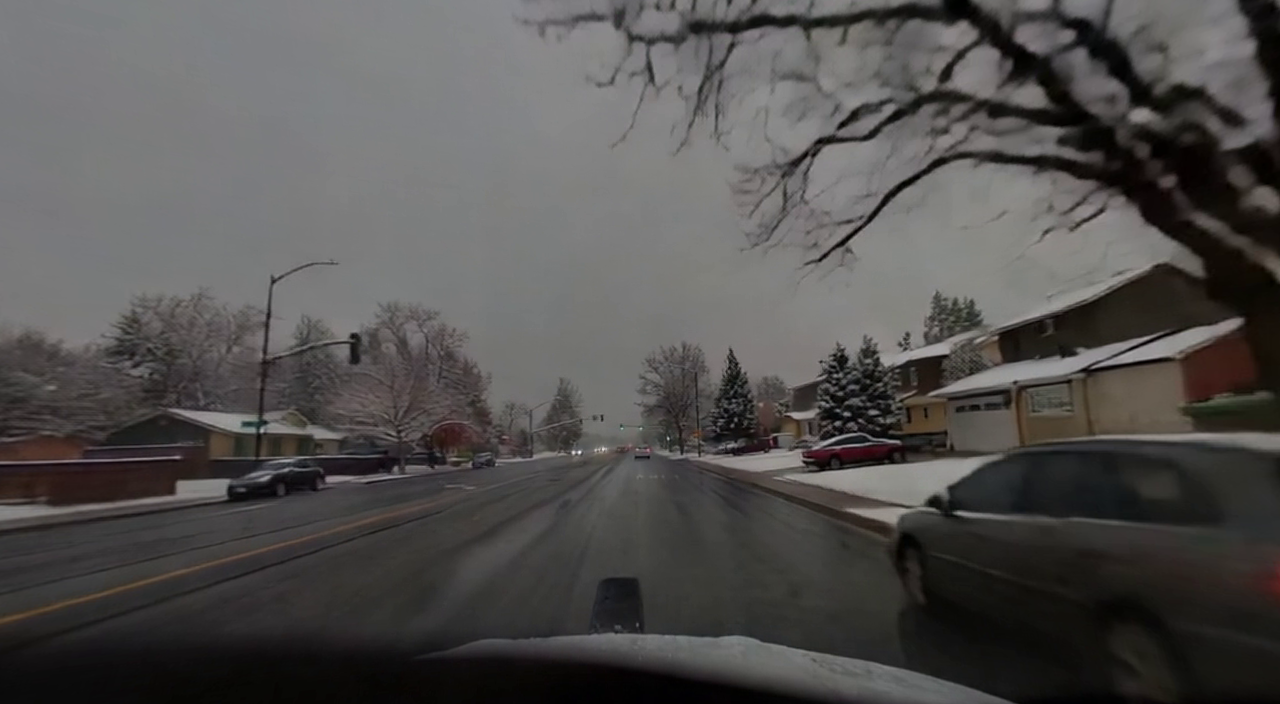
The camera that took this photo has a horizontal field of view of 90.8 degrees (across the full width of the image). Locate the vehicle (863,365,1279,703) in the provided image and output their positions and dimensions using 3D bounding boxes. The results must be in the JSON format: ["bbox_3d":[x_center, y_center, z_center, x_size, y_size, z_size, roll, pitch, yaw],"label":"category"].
[{"bbox_3d":[3.424,1.192,4.338,2.078,1.679,4.562,0,-9,0],"label":"vehicle"}]

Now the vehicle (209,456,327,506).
[{"bbox_3d":[-13.971,4.822,24.093,1.876,1.495,4.647,-4,-9,-2],"label":"vehicle"}]

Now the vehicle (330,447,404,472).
[{"bbox_3d":[-21.043,8.327,48.879,4.756,1.869,2.042,-1,-9,5],"label":"vehicle"}]

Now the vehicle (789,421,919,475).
[{"bbox_3d":[9.281,4.199,27.678,4.790,1.681,2.029,-7,-8,-5],"label":"vehicle"}]
